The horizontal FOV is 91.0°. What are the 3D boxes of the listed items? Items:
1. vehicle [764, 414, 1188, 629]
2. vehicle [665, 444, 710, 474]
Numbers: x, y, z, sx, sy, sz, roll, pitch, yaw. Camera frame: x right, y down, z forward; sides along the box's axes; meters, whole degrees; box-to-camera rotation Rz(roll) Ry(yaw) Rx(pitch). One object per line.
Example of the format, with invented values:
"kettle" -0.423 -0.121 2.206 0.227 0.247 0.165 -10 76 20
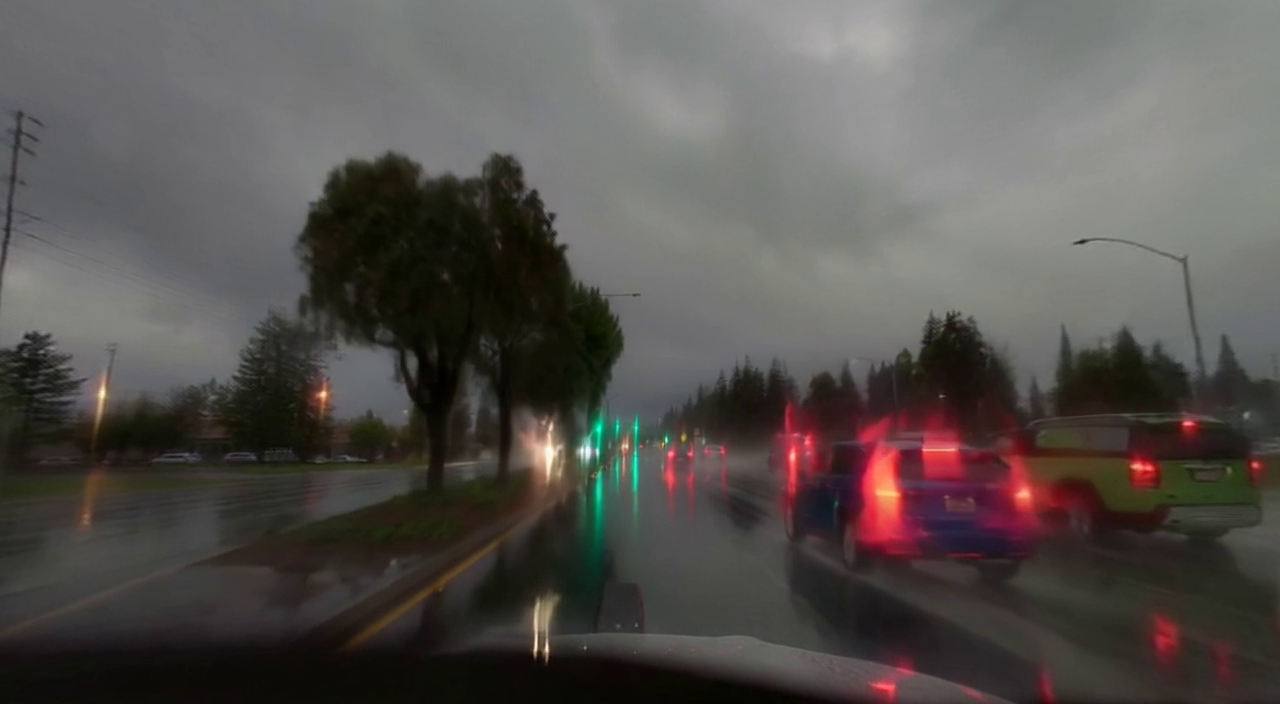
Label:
"vehicle" 2.959 1.612 7.150 1.932 1.547 4.992 0 -9 -2
"vehicle" 2.514 5.794 34.285 1.980 1.484 4.093 0 -9 -2
